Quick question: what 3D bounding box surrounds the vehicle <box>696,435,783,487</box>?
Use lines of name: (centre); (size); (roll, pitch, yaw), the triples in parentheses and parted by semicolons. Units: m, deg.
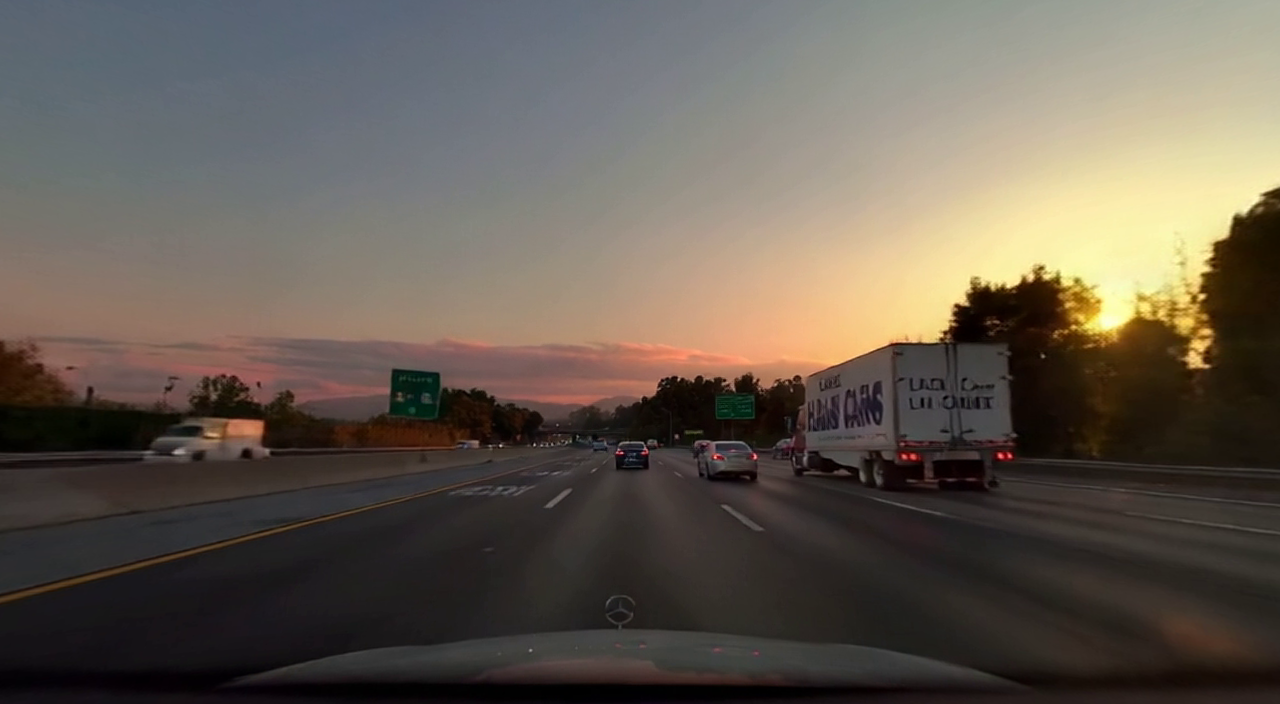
vehicle: (3.152, 3.576, 21.081); (1.993, 1.504, 4.781); (0, -9, -2)

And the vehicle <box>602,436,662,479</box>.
vehicle: (-0.315, 4.010, 24.274); (2.098, 1.475, 3.997); (0, -9, -1)

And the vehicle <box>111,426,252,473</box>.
vehicle: (-21.634, 4.669, 30.277); (2.313, 2.001, 5.954); (0, -8, -1)

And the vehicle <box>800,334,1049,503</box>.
vehicle: (7.261, 2.055, 18.068); (2.799, 3.655, 8.627); (0, -9, -2)

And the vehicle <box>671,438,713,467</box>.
vehicle: (2.845, 5.578, 35.205); (1.856, 1.517, 4.198); (0, -9, -2)
